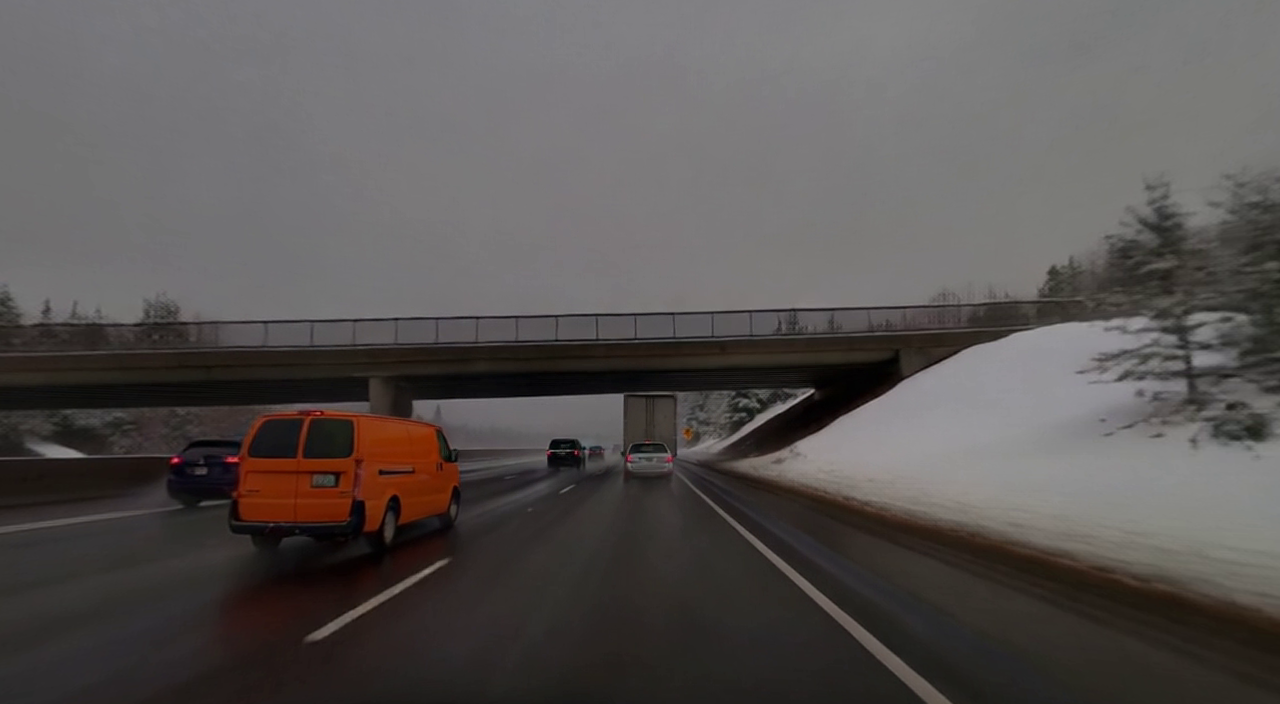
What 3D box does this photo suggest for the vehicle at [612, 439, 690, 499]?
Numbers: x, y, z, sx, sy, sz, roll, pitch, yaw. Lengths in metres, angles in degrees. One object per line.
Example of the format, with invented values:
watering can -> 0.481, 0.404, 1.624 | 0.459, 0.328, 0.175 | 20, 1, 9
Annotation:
vehicle -> 0.264, 3.248, 17.764 | 1.991, 1.507, 3.391 | 0, -9, 0

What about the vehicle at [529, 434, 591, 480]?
vehicle -> -3.408, 4.583, 27.687 | 2.068, 1.862, 4.234 | 0, -9, 1

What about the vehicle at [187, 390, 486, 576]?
vehicle -> -3.583, 1.636, 8.471 | 1.951, 1.882, 3.979 | 0, -9, 1
